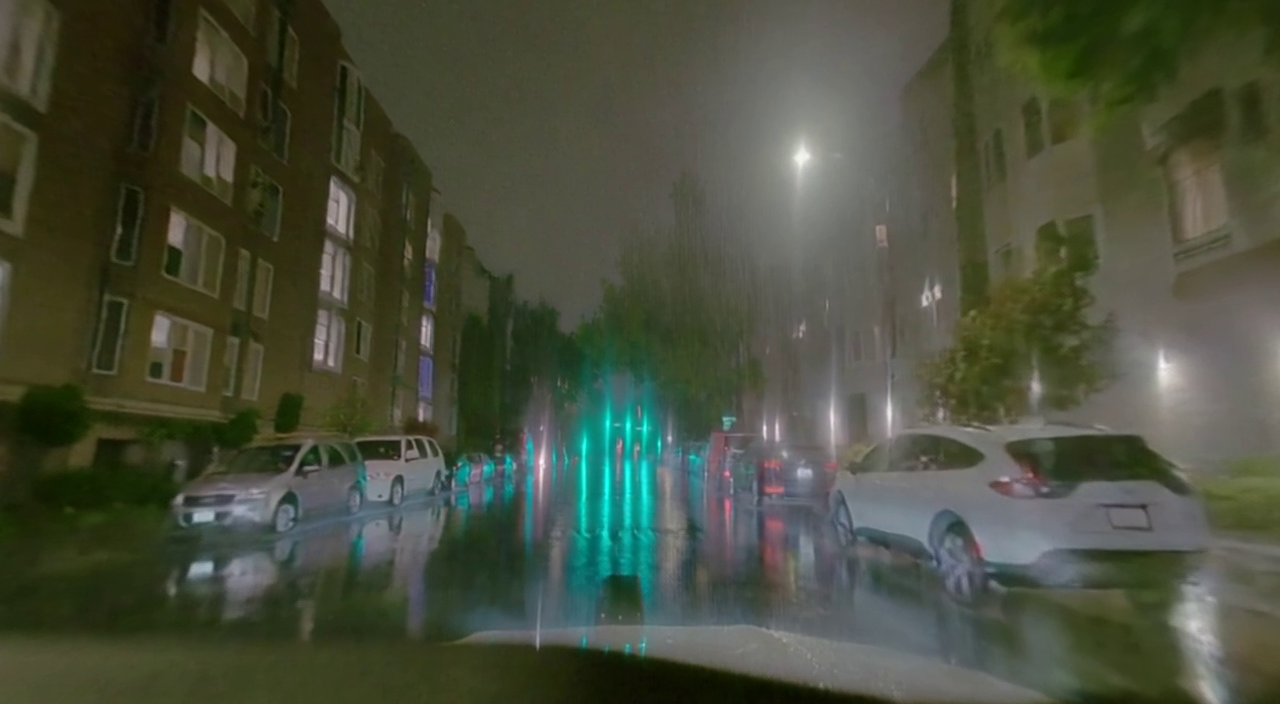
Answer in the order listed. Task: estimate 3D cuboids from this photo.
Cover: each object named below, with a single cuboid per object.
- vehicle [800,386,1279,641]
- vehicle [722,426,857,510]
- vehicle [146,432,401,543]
[{"bbox_3d":[3.902,1.619,7.642,2.280,1.850,5.961,0,-9,-1],"label":"vehicle"},{"bbox_3d":[3.706,3.011,16.854,2.214,1.885,5.268,0,-9,-1],"label":"vehicle"},{"bbox_3d":[-7.411,2.838,13.718,2.384,1.781,5.492,-3,-10,-2],"label":"vehicle"}]
